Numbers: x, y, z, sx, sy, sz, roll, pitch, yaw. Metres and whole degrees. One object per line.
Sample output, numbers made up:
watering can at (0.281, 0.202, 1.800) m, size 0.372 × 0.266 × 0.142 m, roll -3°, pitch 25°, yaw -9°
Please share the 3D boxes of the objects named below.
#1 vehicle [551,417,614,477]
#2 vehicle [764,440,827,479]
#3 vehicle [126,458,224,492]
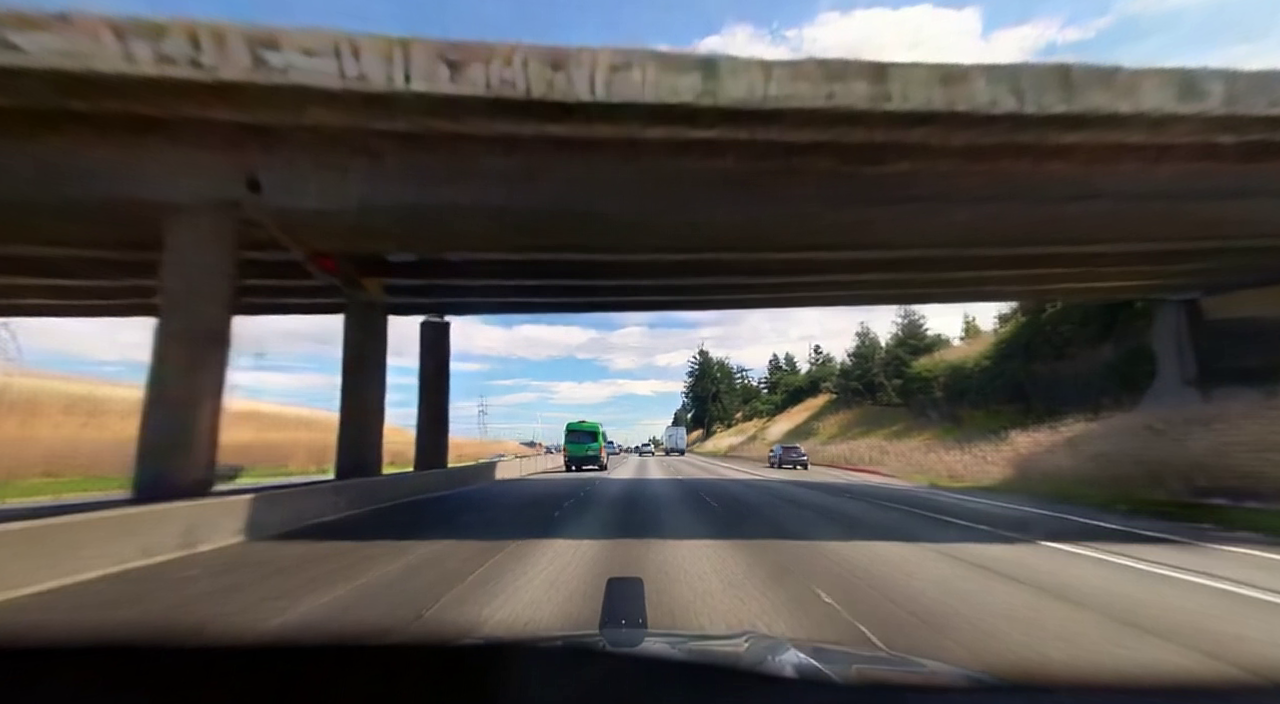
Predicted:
vehicle at (-2.660, 4.697, 31.003) m, size 2.451 × 2.627 × 5.868 m, roll 0°, pitch -9°, yaw 1°
vehicle at (7.078, 4.952, 29.196) m, size 1.936 × 1.664 × 4.198 m, roll 0°, pitch -9°, yaw 1°
vehicle at (-20.770, 5.499, 28.345) m, size 1.771 × 1.357 × 3.502 m, roll 0°, pitch -9°, yaw -1°
